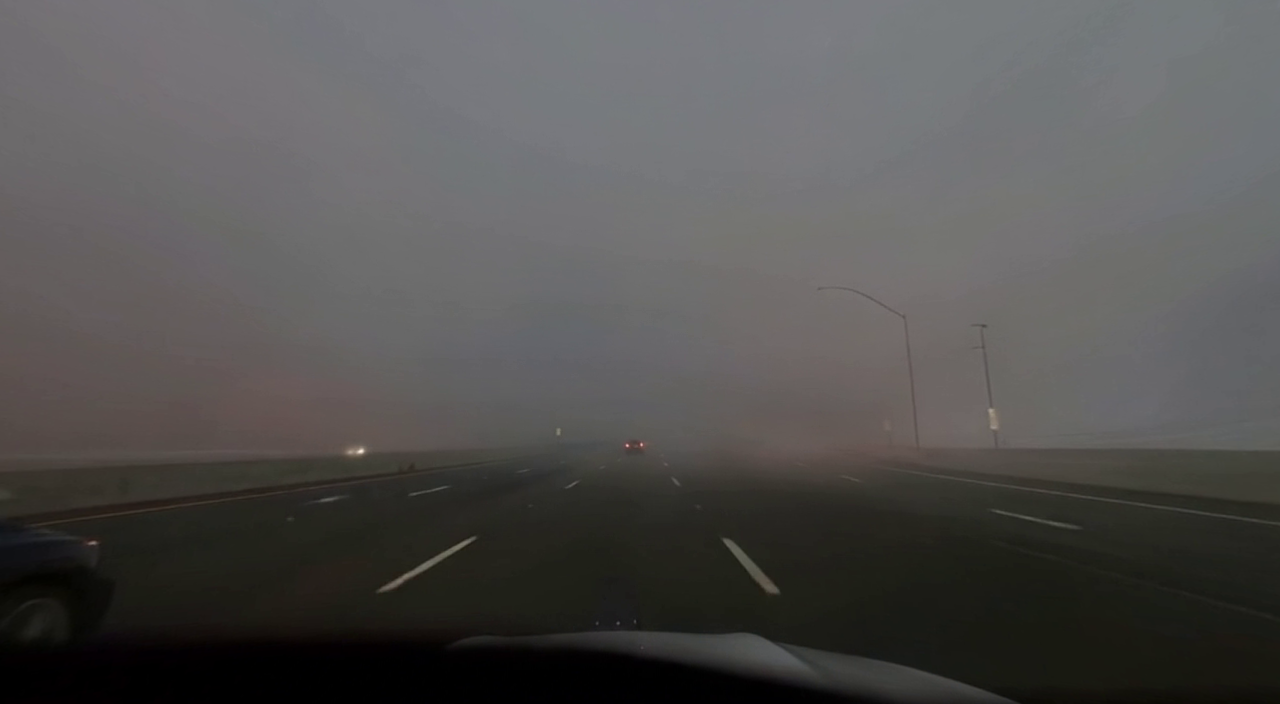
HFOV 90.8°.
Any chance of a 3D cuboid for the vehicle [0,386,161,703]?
[{"bbox_3d":[-3.816,0.688,1.104,1.984,1.553,5.065,0,-8,0],"label":"vehicle"}]
